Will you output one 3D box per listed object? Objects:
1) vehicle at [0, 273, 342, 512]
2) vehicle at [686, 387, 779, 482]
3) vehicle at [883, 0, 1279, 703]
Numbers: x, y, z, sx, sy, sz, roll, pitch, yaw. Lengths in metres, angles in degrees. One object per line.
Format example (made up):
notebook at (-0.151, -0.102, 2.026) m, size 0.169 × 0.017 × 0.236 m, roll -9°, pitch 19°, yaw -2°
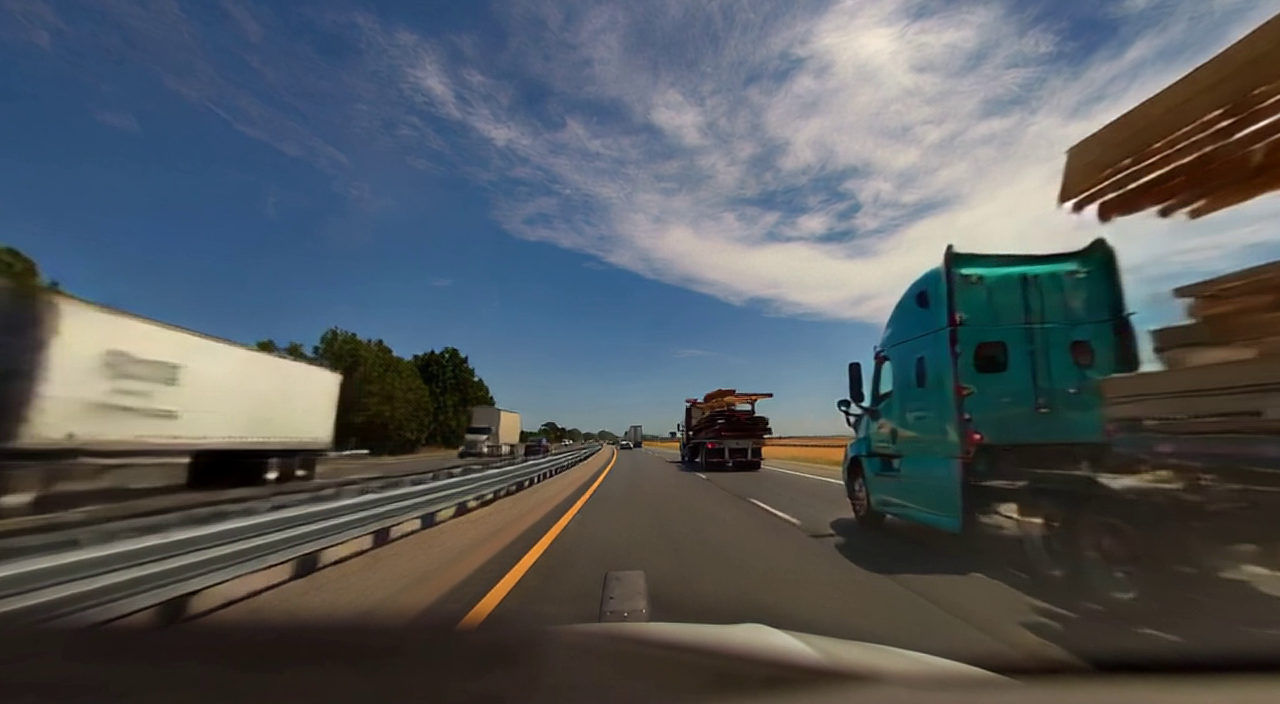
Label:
vehicle at (-12.227, 1.492, 15.842) m, size 2.918 × 3.962 × 13.528 m, roll 0°, pitch -9°, yaw -1°
vehicle at (4.536, 4.667, 35.194) m, size 3.023 × 4.054 × 16.882 m, roll 0°, pitch -8°, yaw 1°
vehicle at (4.817, -0.486, 0.964) m, size 3.024 × 4.065 × 13.796 m, roll -1°, pitch -7°, yaw -2°
